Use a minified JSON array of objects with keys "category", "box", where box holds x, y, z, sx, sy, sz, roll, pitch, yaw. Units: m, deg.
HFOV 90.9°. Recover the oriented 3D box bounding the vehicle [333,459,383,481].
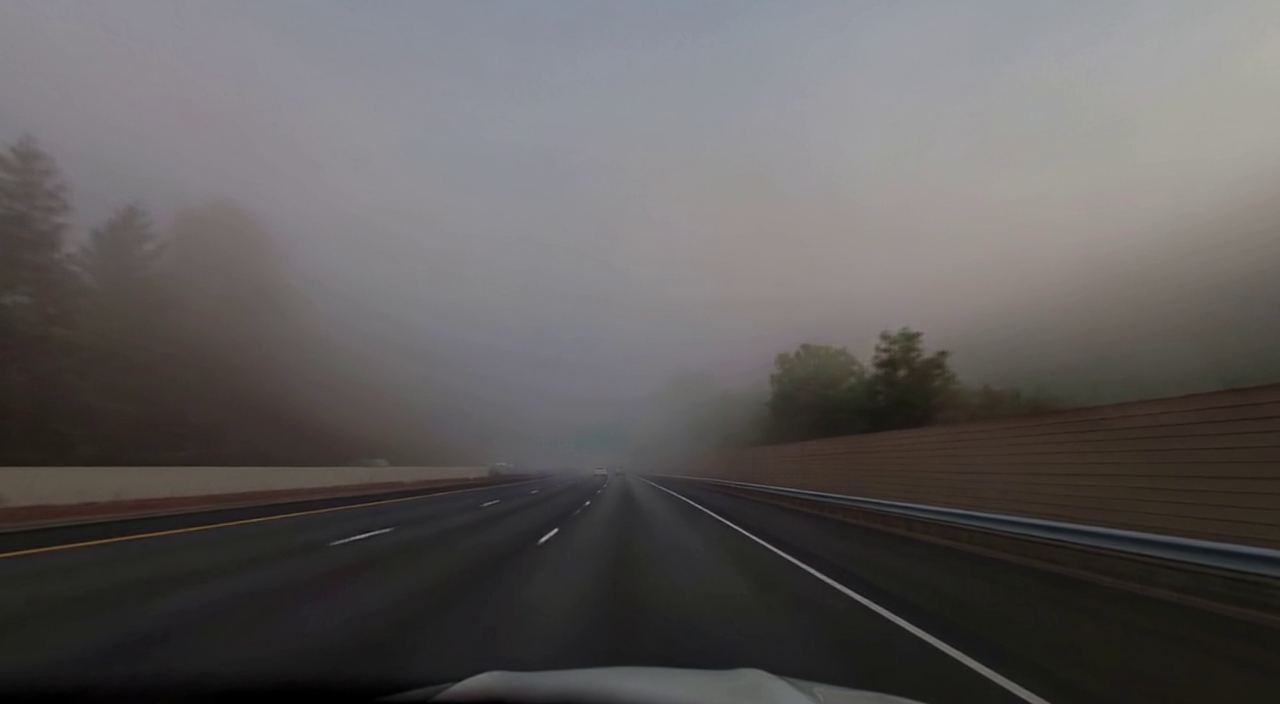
[{"category":"vehicle","box":[-20.453,8.586,45.882,1.738,1.469,4.047,1,-10,-1]}]
